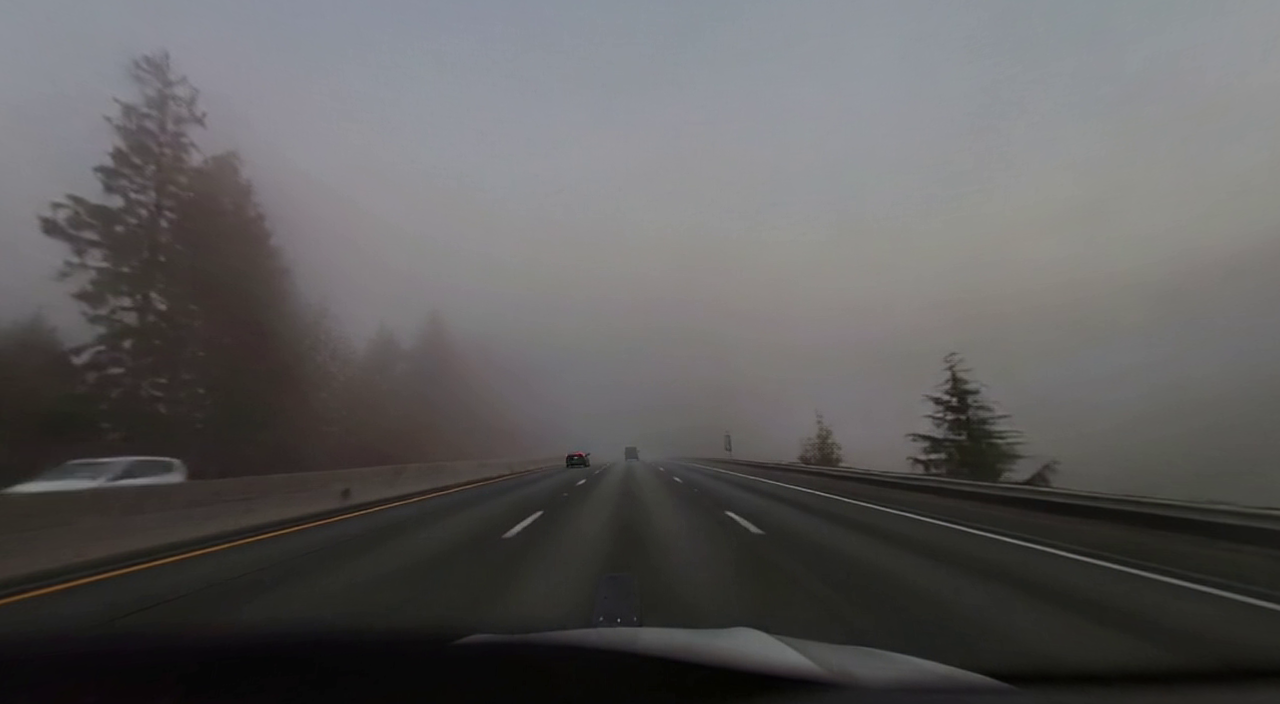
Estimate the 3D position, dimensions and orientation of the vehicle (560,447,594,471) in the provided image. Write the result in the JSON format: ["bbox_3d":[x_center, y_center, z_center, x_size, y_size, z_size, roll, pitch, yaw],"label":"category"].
[{"bbox_3d":[-4.144,7.073,41.816,1.970,1.492,3.944,0,-9,-1],"label":"vehicle"}]
